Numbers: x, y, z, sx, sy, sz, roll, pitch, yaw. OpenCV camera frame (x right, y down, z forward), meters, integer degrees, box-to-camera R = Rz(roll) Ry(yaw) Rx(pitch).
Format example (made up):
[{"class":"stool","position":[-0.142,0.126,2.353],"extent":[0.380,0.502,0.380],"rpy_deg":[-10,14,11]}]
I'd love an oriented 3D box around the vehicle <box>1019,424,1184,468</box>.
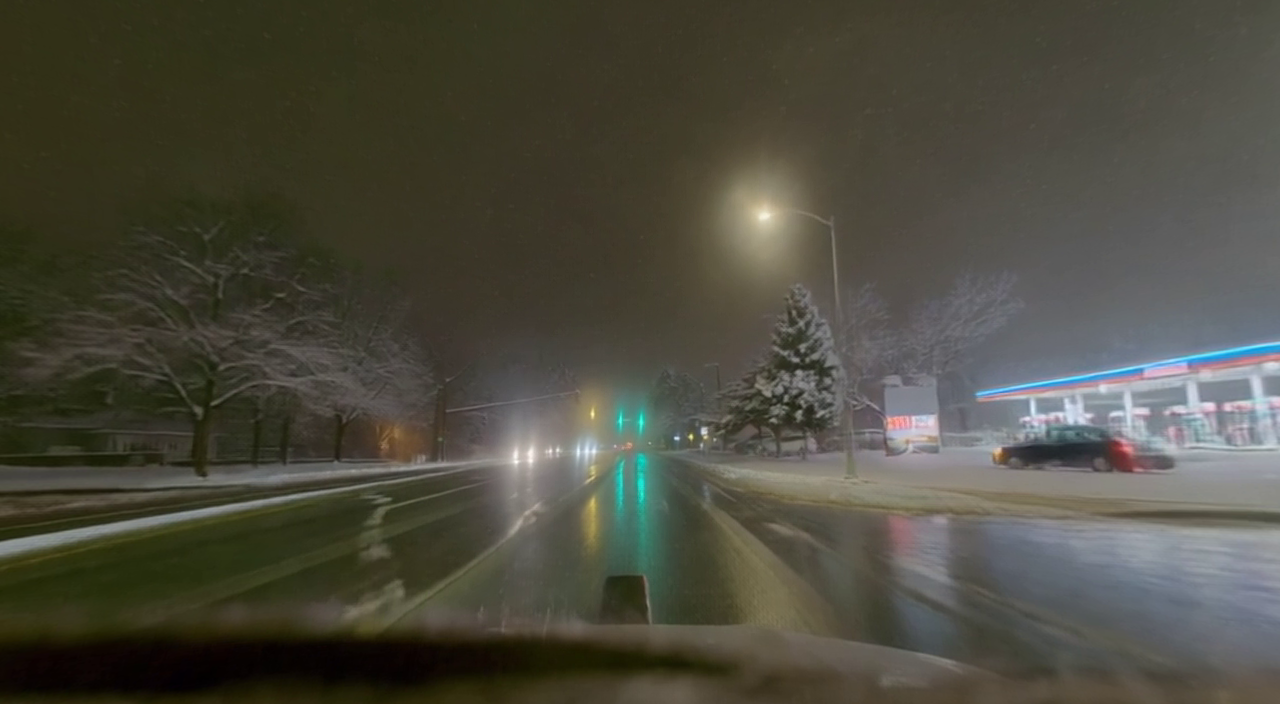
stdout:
[{"class":"vehicle","position":[17.960,3.705,24.896],"extent":[4.812,1.567,2.123],"rpy_deg":[-4,-9,24]}]
